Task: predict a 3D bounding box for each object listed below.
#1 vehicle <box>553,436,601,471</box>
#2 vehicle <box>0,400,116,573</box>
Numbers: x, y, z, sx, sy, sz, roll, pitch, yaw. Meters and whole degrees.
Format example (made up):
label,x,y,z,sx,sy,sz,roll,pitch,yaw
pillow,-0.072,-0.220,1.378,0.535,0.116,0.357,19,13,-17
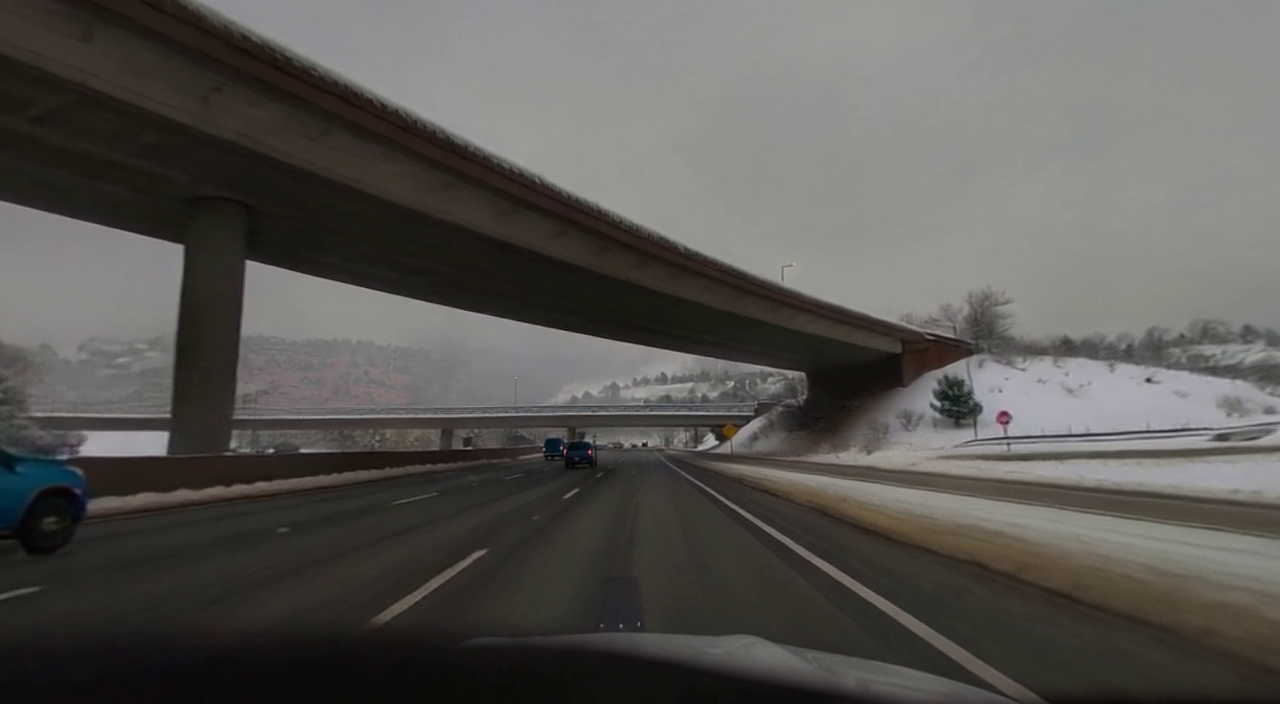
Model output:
label,x,y,z,sx,sy,sz,roll,pitch,yaw
vehicle,-3.547,5.822,36.196,2.144,1.847,4.850,0,-9,1
vehicle,-7.458,1.181,5.254,2.092,1.712,4.627,0,-9,1
